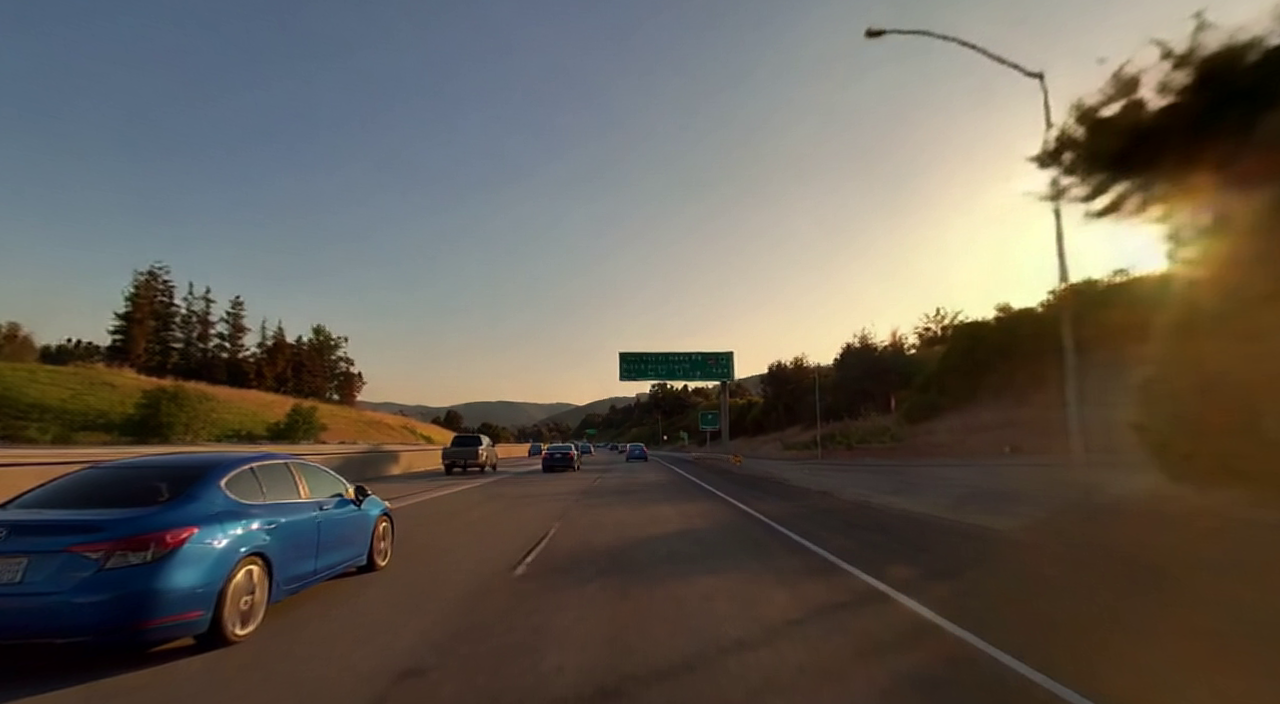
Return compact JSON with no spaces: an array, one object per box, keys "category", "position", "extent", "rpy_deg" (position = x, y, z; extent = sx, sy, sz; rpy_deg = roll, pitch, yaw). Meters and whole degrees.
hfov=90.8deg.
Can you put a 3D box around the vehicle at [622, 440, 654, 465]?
[{"category":"vehicle","position":[-0.208,6.633,41.802],"extent":[2.018,1.508,4.087],"rpy_deg":[0,-8,-2]}]

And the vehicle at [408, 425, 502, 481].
[{"category":"vehicle","position":[-7.206,3.993,25.288],"extent":[2.171,1.982,5.246],"rpy_deg":[0,-8,-1]}]

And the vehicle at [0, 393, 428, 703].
[{"category":"vehicle","position":[-3.350,1.241,4.717],"extent":[2.025,1.506,4.429],"rpy_deg":[0,-8,-1]}]

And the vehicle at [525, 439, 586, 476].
[{"category":"vehicle","position":[-3.591,4.583,27.683],"extent":[2.068,1.501,4.395],"rpy_deg":[0,-8,0]}]
